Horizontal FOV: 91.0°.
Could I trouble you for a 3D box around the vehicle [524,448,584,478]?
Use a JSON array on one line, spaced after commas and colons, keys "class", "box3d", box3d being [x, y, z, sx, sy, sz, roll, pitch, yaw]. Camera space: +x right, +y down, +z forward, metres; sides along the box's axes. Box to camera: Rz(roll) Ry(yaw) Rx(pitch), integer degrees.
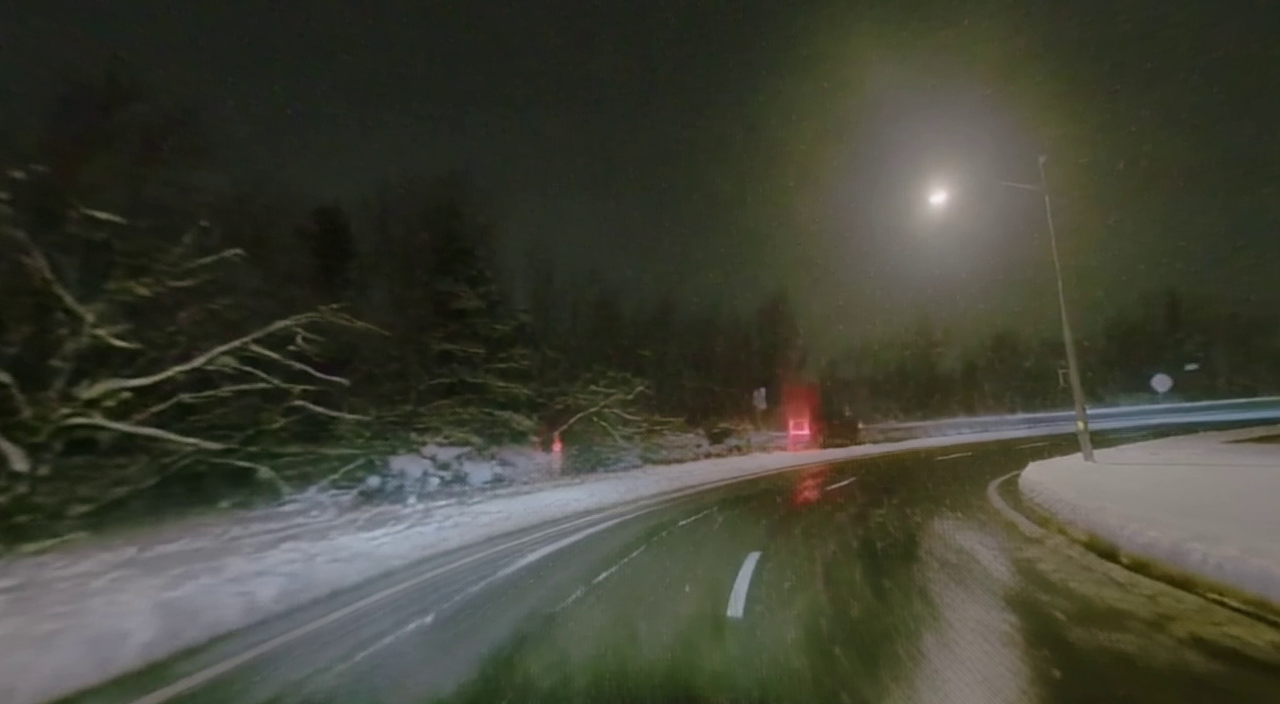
[{"class": "vehicle", "box3d": [-5.980, 7.740, 43.912, 3.990, 1.549, 1.971, -3, -17, -6]}]
